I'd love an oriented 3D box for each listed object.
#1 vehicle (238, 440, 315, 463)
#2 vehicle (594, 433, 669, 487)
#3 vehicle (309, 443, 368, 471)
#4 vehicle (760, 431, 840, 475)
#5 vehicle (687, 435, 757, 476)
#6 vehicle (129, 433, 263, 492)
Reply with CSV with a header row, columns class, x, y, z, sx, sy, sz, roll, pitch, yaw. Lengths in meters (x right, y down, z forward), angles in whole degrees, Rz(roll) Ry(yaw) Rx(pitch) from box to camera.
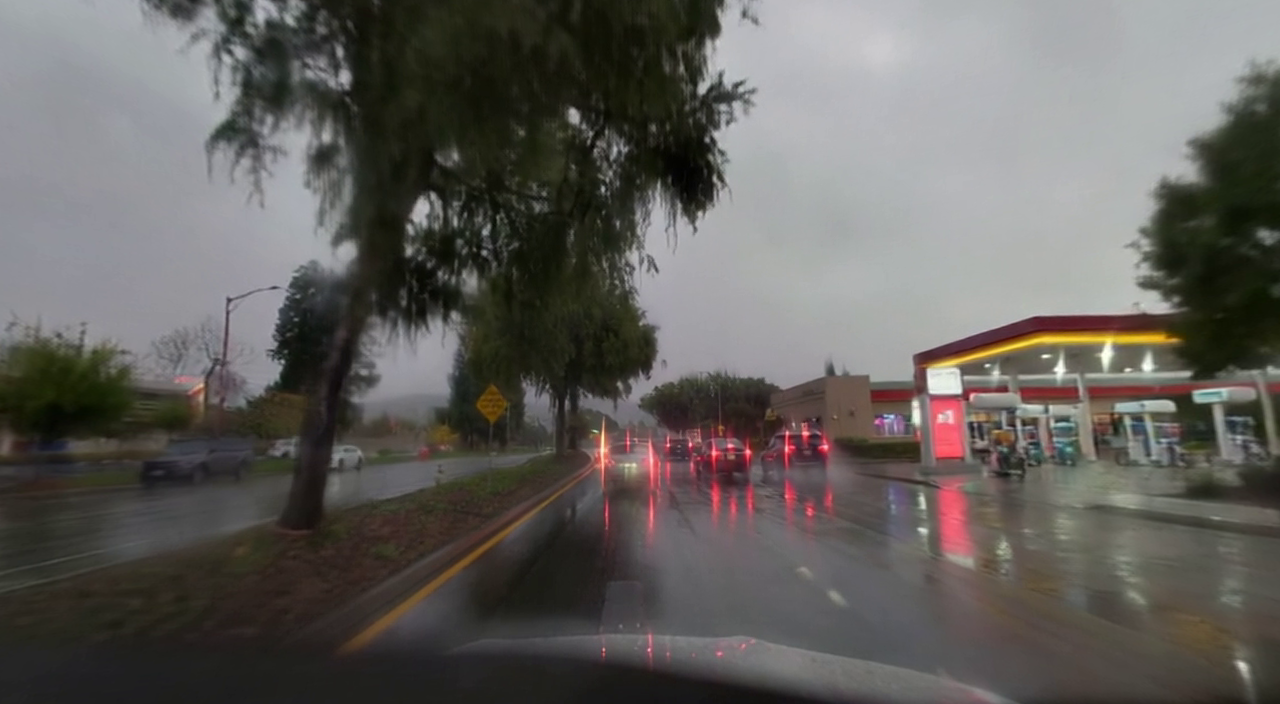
class,x,y,z,sx,sy,sz,roll,pitch,yaw
vehicle,-28.403,7.776,49.476,4.699,1.775,2.007,0,-9,0
vehicle,-0.226,3.267,19.346,2.052,1.488,3.779,0,-8,0
vehicle,-19.508,6.801,41.093,1.903,1.706,3.994,0,-8,-1
vehicle,6.893,4.411,27.820,2.117,1.757,4.969,0,-8,-1
vehicle,3.200,4.166,25.607,2.124,1.476,4.730,0,-9,-1
vehicle,-19.113,4.687,27.607,2.222,2.141,5.390,-1,-6,-3
